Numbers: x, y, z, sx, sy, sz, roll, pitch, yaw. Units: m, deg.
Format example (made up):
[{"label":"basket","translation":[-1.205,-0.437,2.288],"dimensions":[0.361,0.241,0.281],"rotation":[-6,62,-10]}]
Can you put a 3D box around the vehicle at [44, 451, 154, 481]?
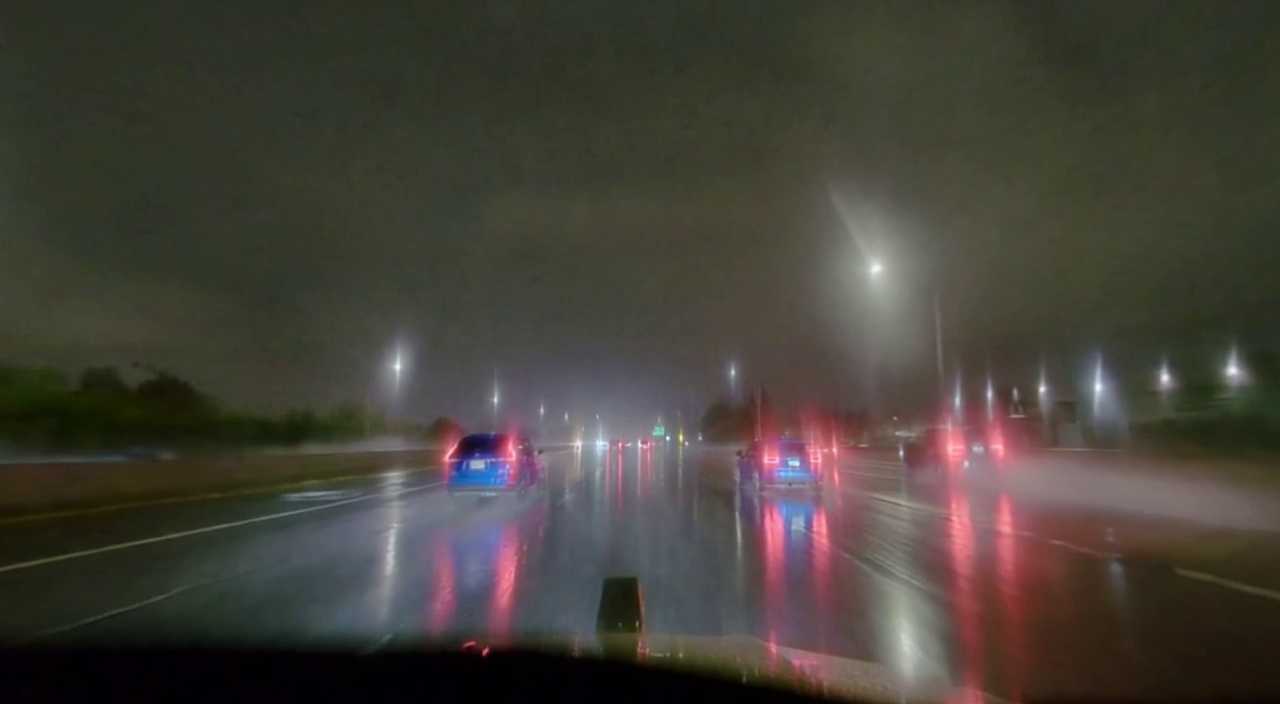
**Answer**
[{"label":"vehicle","translation":[-30.465,6.403,35.792],"dimensions":[1.868,1.496,4.875],"rotation":[0,-8,0]}]

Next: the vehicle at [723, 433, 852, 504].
[{"label":"vehicle","translation":[3.603,2.944,16.497],"dimensions":[2.107,1.550,4.949],"rotation":[0,-8,-1]}]

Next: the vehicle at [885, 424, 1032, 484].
[{"label":"vehicle","translation":[11.171,3.637,22.801],"dimensions":[2.223,1.865,5.704],"rotation":[0,-8,-1]}]

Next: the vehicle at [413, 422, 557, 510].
[{"label":"vehicle","translation":[-3.407,2.613,14.928],"dimensions":[2.193,1.746,4.512],"rotation":[0,-8,1]}]
